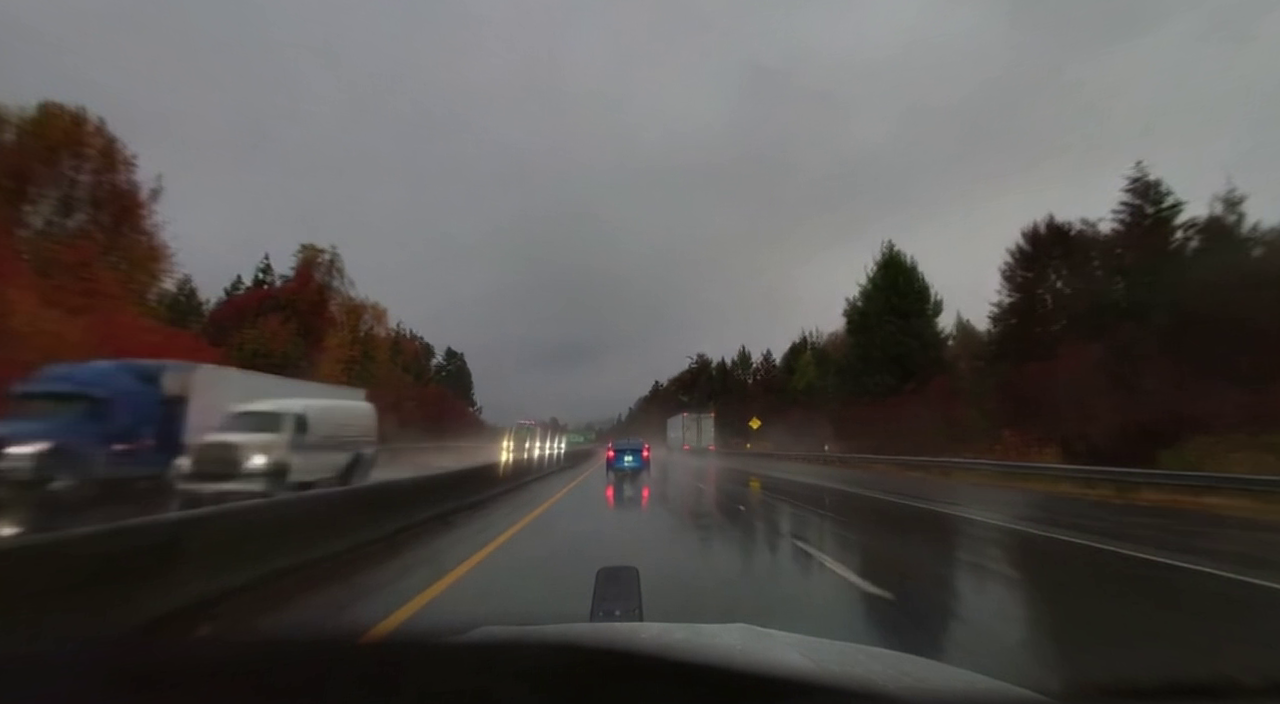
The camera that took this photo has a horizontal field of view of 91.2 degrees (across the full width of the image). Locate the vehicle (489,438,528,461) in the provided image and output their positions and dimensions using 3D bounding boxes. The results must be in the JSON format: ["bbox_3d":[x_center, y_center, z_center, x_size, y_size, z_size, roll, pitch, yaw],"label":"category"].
[{"bbox_3d":[-9.489,7.131,45.644,1.947,1.565,4.155,0,-9,0],"label":"vehicle"}]

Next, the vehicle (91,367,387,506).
[{"bbox_3d":[-8.805,2.094,15.117,2.433,2.536,7.064,0,-9,0],"label":"vehicle"}]

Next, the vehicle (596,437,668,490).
[{"bbox_3d":[-0.276,3.583,20.407,2.099,1.506,4.097,0,-9,-1],"label":"vehicle"}]
